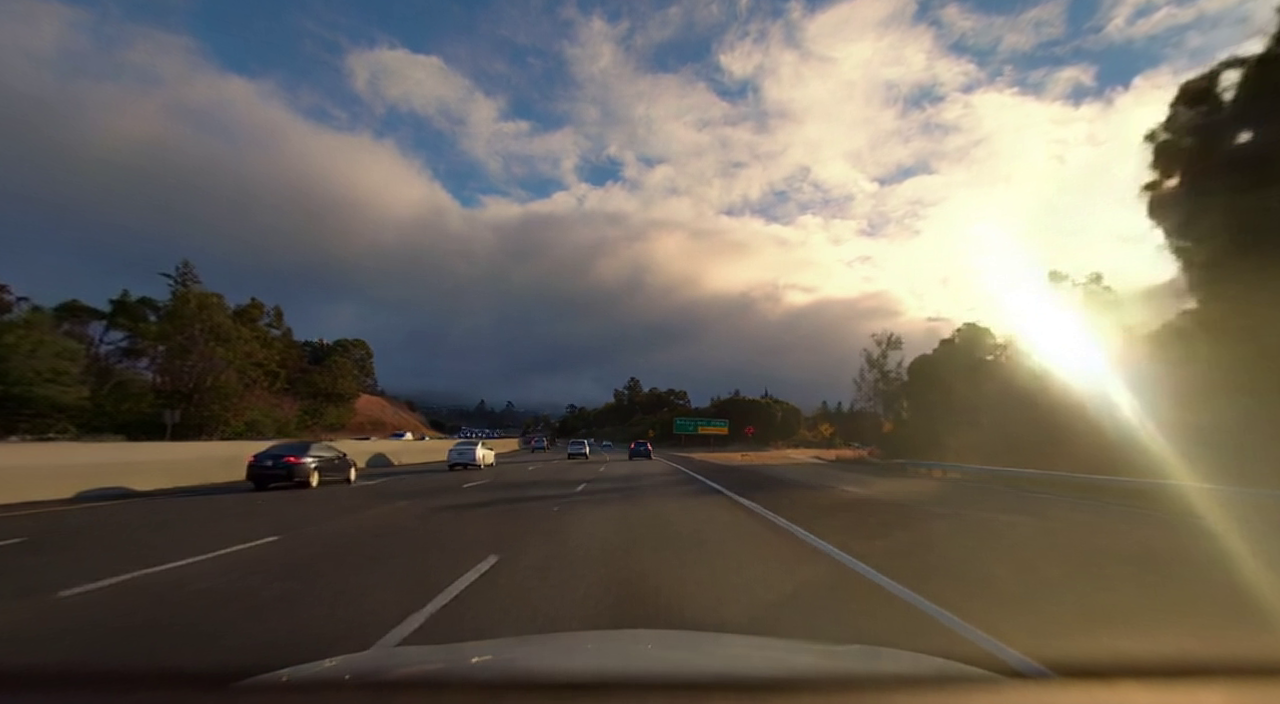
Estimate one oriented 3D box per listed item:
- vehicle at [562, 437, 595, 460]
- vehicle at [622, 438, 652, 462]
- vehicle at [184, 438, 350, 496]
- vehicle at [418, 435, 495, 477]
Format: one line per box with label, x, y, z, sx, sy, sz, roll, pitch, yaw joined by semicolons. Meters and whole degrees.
vehicle;-4.406;6.953;45.539;1.991;1.610;4.606;0;-8;-1
vehicle;-0.223;6.431;41.453;1.881;1.460;3.694;0;-8;-2
vehicle;-10.724;3.308;18.710;1.935;1.474;5.033;0;-8;-1
vehicle;-7.698;4.384;26.929;2.086;1.628;4.039;0;-8;0
